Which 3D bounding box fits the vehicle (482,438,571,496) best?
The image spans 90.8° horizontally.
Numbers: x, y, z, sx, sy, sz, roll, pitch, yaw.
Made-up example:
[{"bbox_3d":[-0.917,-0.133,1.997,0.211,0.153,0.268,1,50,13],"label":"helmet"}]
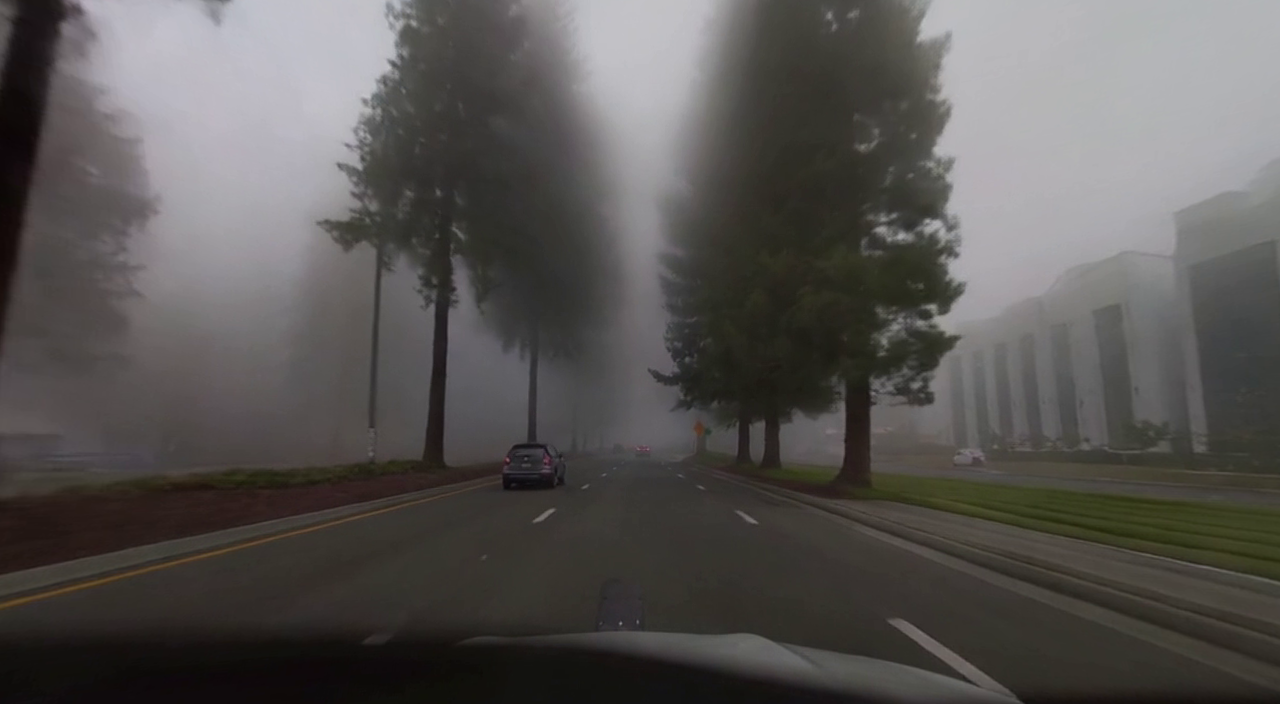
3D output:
[{"bbox_3d":[-3.379,3.503,19.663,1.942,1.588,4.172,0,-9,1],"label":"vehicle"}]
